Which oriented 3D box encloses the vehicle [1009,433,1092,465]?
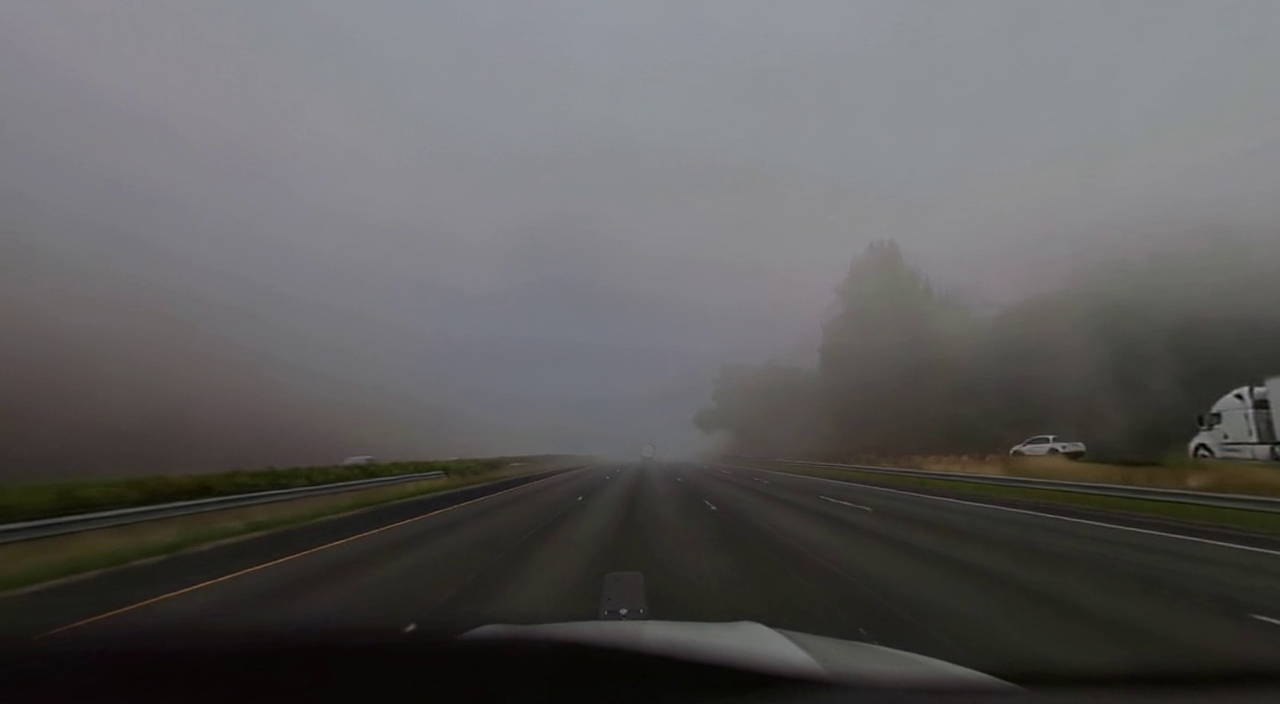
[{"bbox_3d":[24.451,5.804,37.664,2.038,1.823,3.744,1,-9,-9],"label":"vehicle"}]

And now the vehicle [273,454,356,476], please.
[{"bbox_3d":[-16.298,5.661,31.782,2.045,0.984,3.862,0,-9,2],"label":"vehicle"}]
